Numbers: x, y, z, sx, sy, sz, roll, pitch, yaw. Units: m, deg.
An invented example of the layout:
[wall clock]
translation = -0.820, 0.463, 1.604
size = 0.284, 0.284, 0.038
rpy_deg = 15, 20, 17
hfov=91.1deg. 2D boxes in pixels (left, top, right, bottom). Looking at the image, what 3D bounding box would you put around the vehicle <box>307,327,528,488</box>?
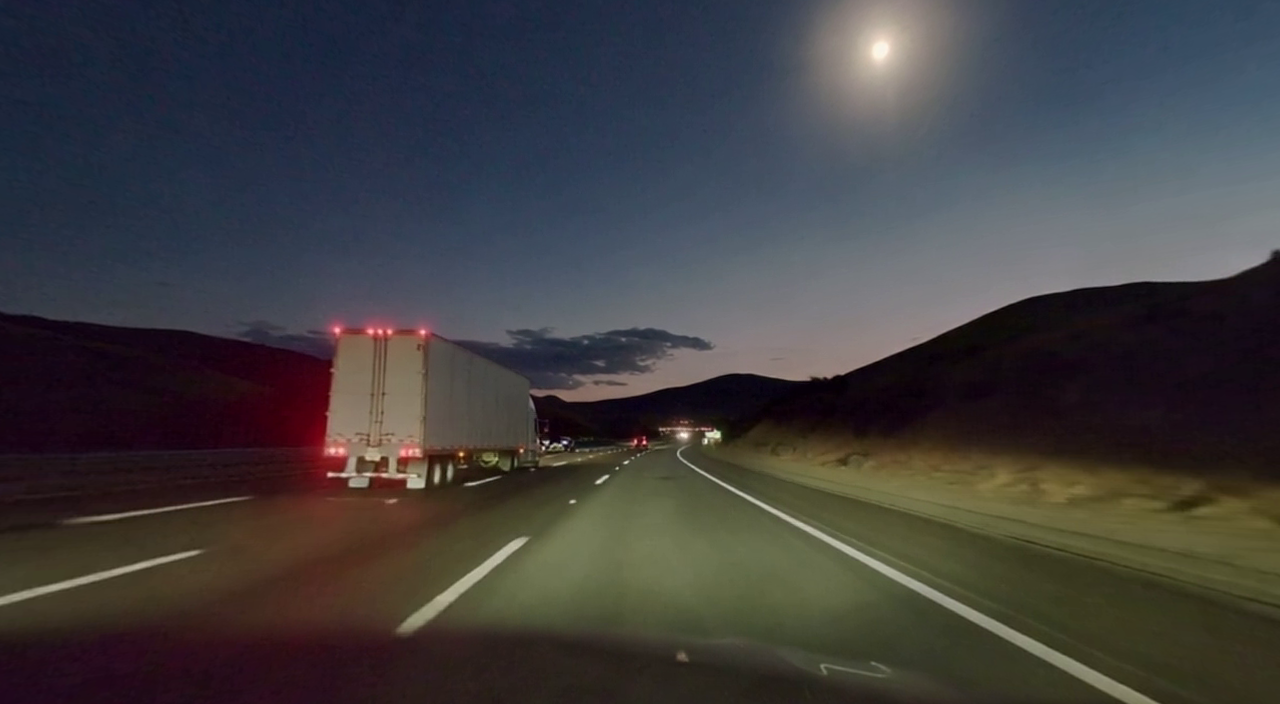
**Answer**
[vehicle]
translation = -6.323, 2.092, 20.649
size = 2.981, 3.860, 11.022
rpy_deg = 0, -8, 1
